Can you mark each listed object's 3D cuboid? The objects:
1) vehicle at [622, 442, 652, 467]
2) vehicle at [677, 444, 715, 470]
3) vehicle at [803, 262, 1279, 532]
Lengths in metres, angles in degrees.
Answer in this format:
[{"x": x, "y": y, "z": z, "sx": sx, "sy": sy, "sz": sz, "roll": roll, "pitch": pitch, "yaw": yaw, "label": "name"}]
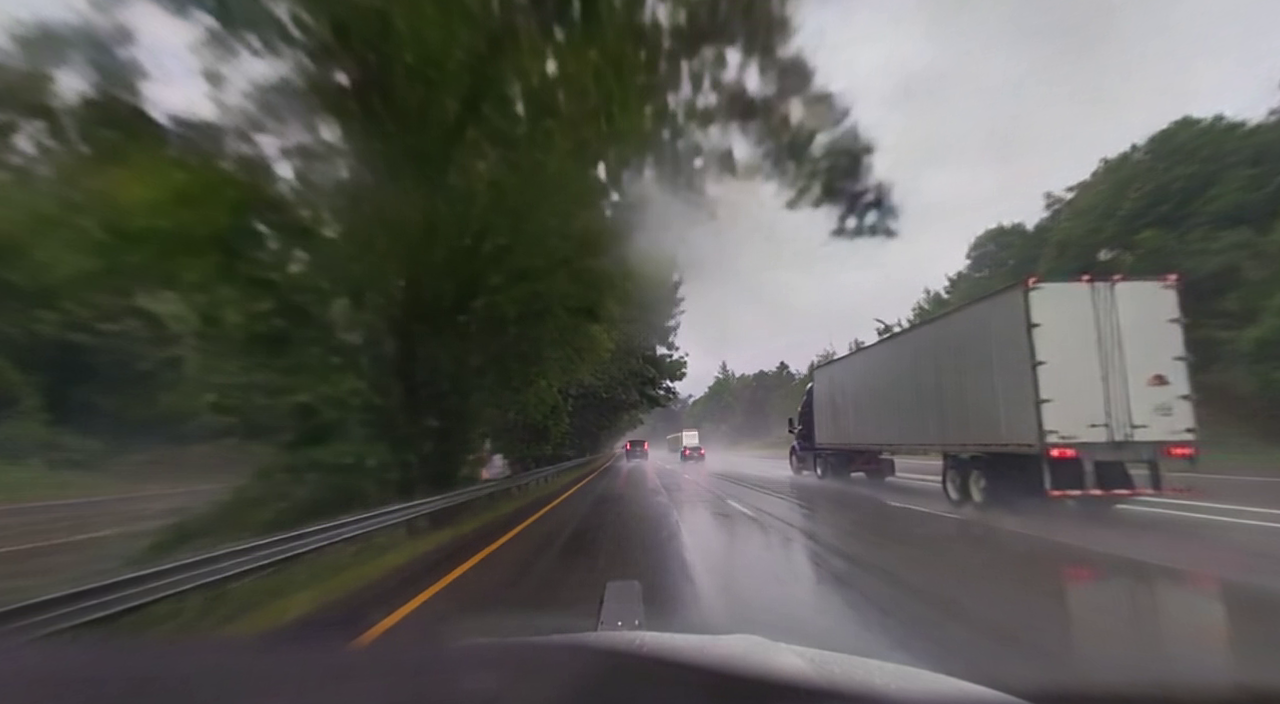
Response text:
[{"x": -0.200, "y": 7.602, "z": 46.742, "sx": 2.114, "sy": 1.706, "sz": 4.106, "roll": 0, "pitch": -9, "yaw": 0, "label": "vehicle"}, {"x": 3.597, "y": 6.837, "z": 41.085, "sx": 2.025, "sy": 1.534, "sz": 4.179, "roll": 0, "pitch": -9, "yaw": -1, "label": "vehicle"}, {"x": 7.813, "y": 1.676, "z": 16.427, "sx": 3.044, "sy": 4.073, "sz": 14.016, "roll": 0, "pitch": -9, "yaw": -1, "label": "vehicle"}]
